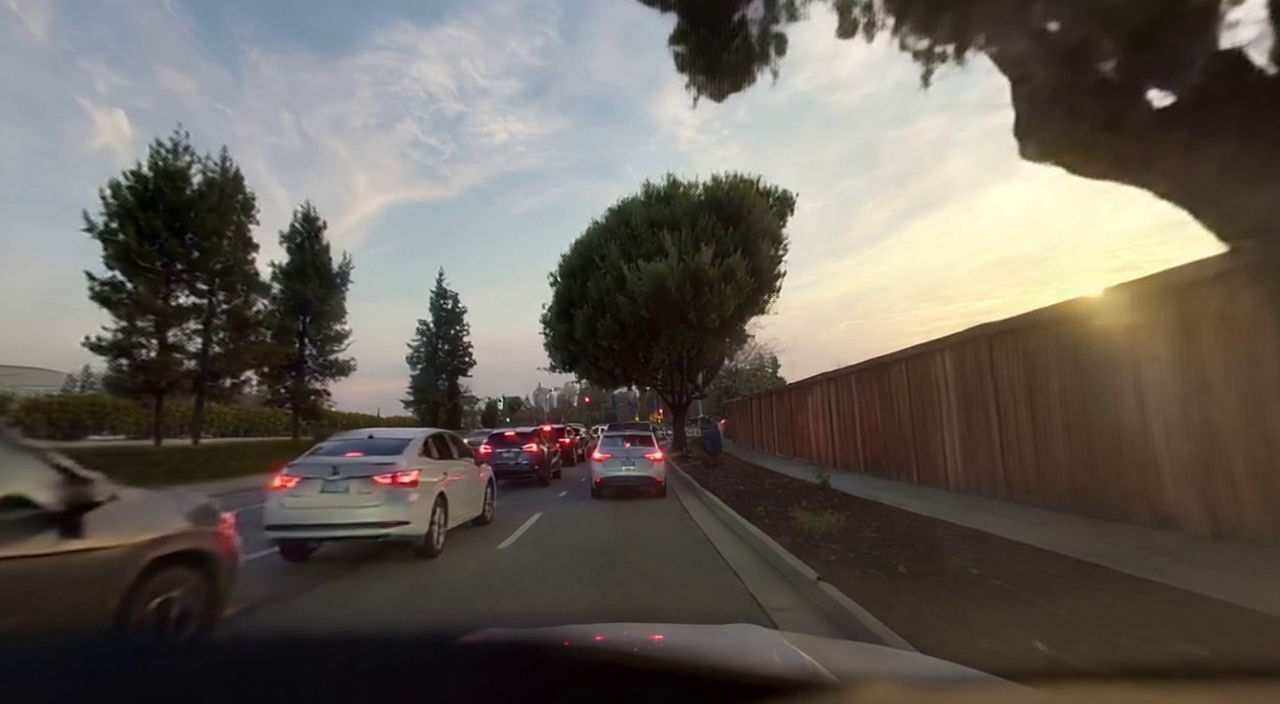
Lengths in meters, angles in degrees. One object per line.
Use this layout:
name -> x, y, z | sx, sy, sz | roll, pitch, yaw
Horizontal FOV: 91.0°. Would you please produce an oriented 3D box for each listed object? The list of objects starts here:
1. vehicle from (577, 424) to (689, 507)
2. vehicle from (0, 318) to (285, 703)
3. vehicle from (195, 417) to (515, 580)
vehicle -> -0.133, 2.309, 13.235 | 1.995, 1.460, 3.865 | 0, -8, 0
vehicle -> -3.079, 0.673, 1.414 | 1.999, 1.727, 4.340 | 0, -8, 0
vehicle -> -3.154, 1.709, 8.297 | 1.980, 1.520, 4.636 | 0, -8, 1
